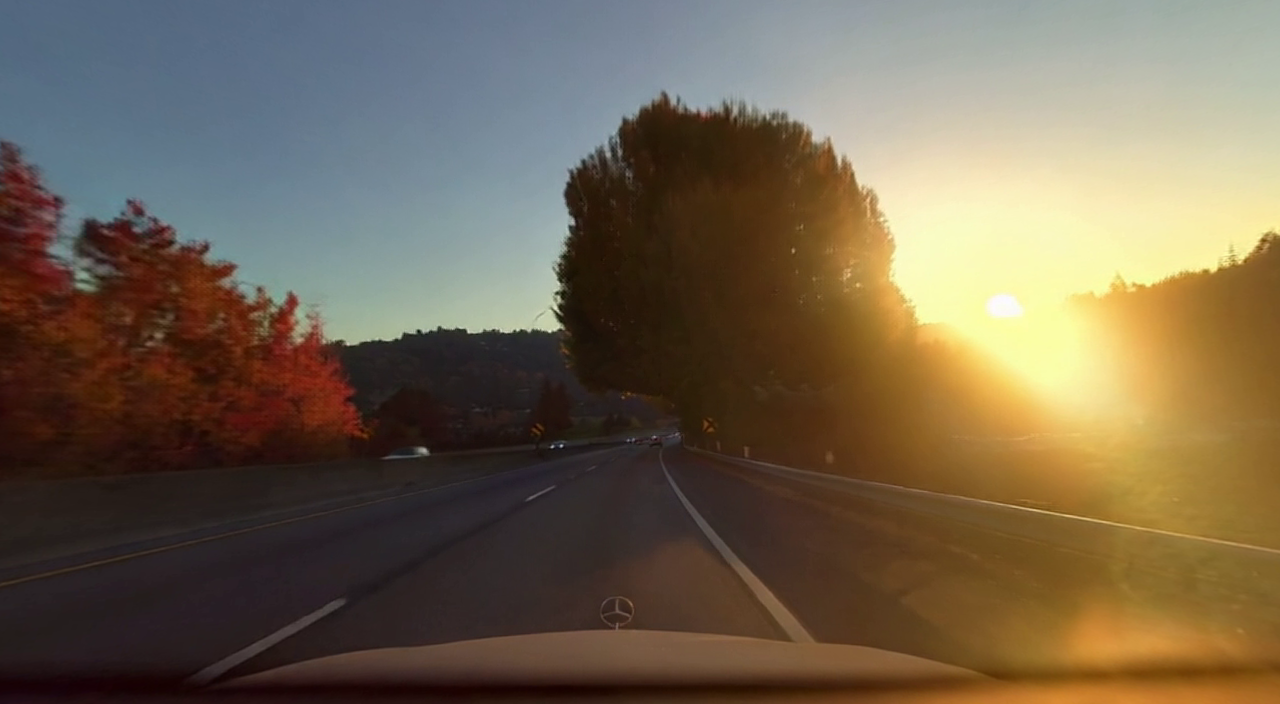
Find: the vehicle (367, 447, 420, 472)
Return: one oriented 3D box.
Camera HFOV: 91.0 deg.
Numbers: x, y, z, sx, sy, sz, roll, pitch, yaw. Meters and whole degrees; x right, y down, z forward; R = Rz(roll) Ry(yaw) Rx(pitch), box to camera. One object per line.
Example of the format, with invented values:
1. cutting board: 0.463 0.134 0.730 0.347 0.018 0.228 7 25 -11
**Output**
1. vehicle: -15.305 6.656 39.235 1.728 1.445 3.746 0 -8 1
